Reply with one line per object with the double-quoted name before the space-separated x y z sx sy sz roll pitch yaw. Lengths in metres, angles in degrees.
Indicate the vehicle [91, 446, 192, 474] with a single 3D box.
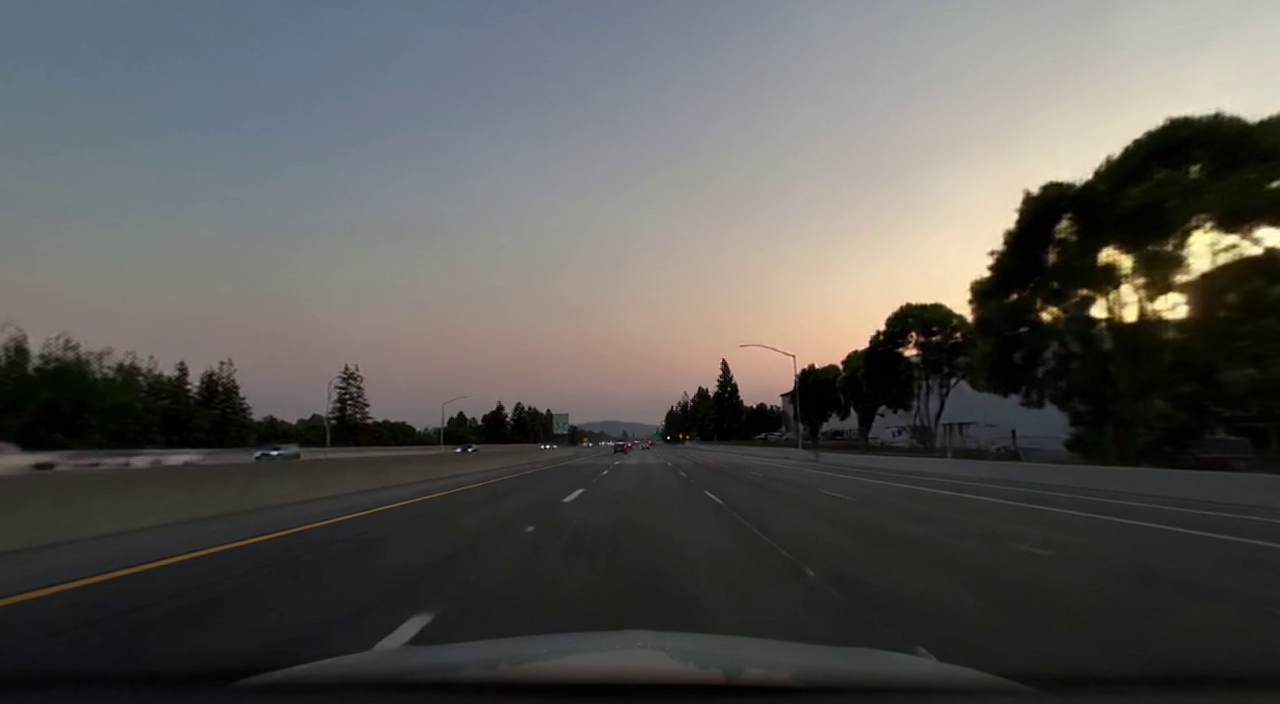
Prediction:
"vehicle" -28.924 6.273 36.761 1.884 1.520 4.764 0 -9 2
